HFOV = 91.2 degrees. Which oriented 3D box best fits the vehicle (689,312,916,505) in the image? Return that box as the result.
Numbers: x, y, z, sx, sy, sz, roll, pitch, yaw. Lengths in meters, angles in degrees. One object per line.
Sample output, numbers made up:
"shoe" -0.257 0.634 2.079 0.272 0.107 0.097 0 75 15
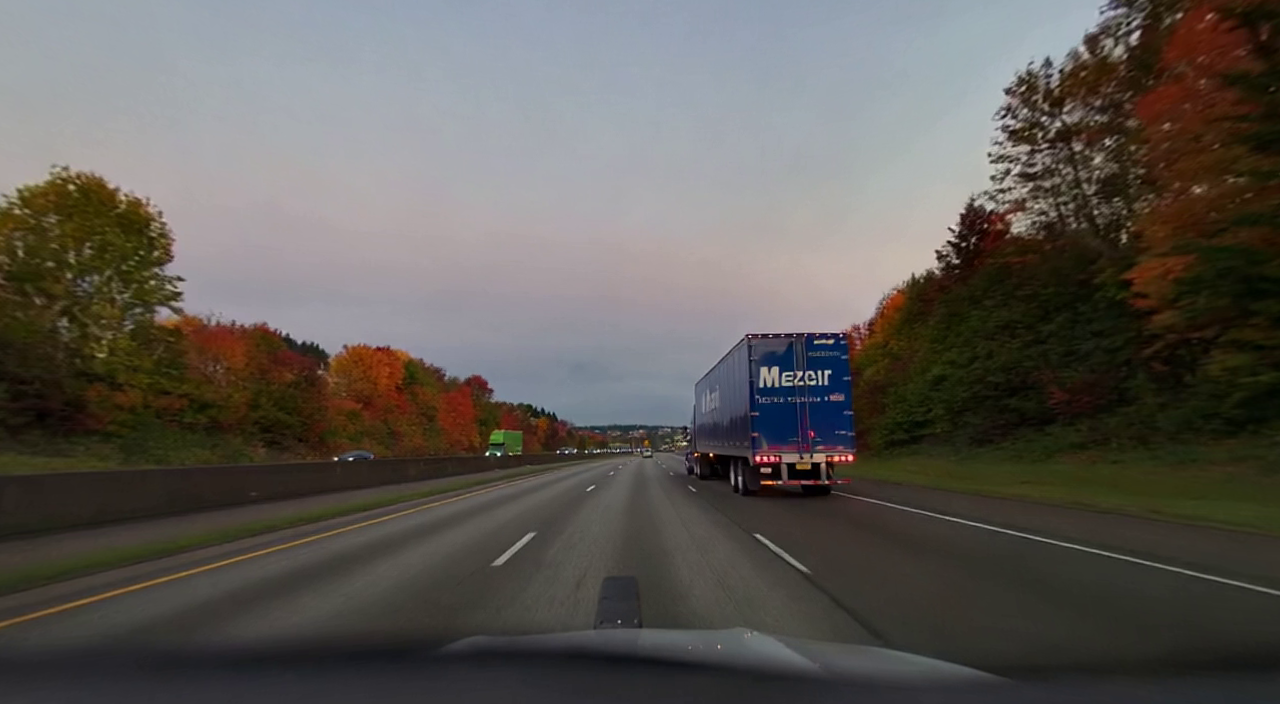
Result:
"vehicle" 3.899 2.385 20.990 3.003 3.880 16.814 0 -9 0
